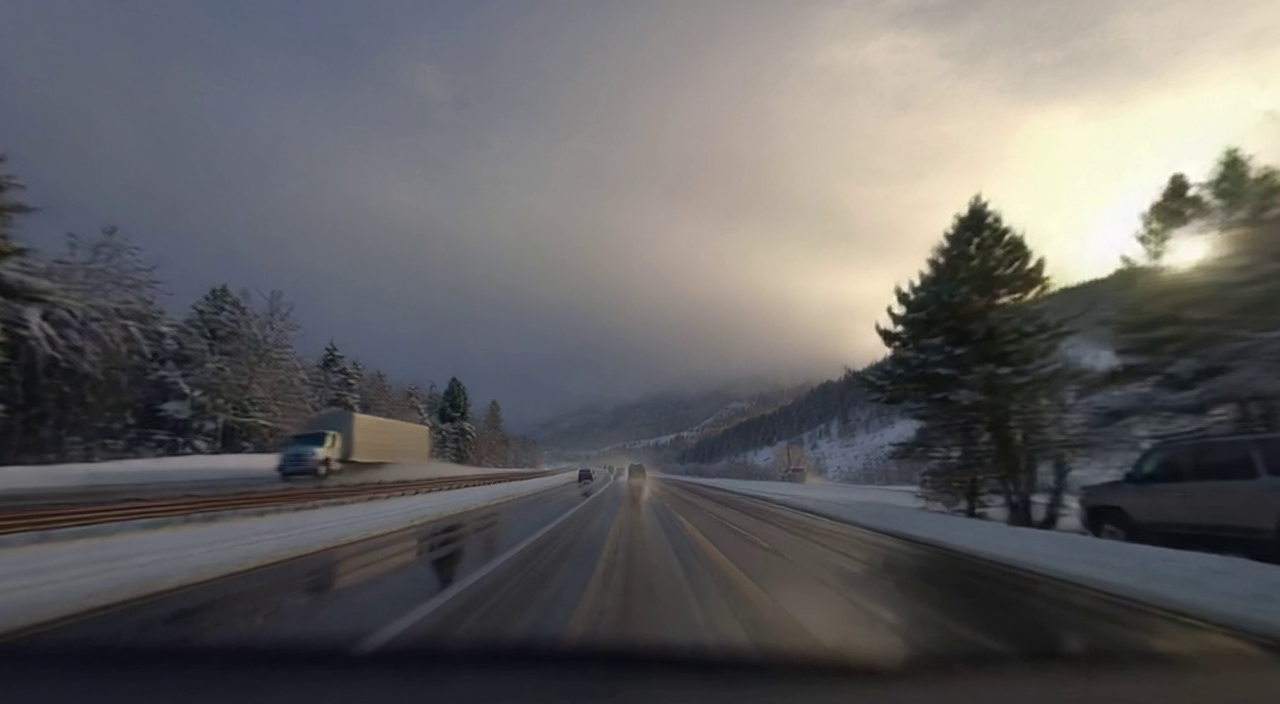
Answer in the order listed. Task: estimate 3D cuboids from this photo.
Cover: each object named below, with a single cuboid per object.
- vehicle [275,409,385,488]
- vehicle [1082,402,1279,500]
[{"bbox_3d":[-17.057,5.455,35.213,2.985,3.978,5.891,1,-11,-1],"label":"vehicle"},{"bbox_3d":[22.454,3.607,22.584,2.846,3.184,14.350,1,-10,0],"label":"vehicle"}]
